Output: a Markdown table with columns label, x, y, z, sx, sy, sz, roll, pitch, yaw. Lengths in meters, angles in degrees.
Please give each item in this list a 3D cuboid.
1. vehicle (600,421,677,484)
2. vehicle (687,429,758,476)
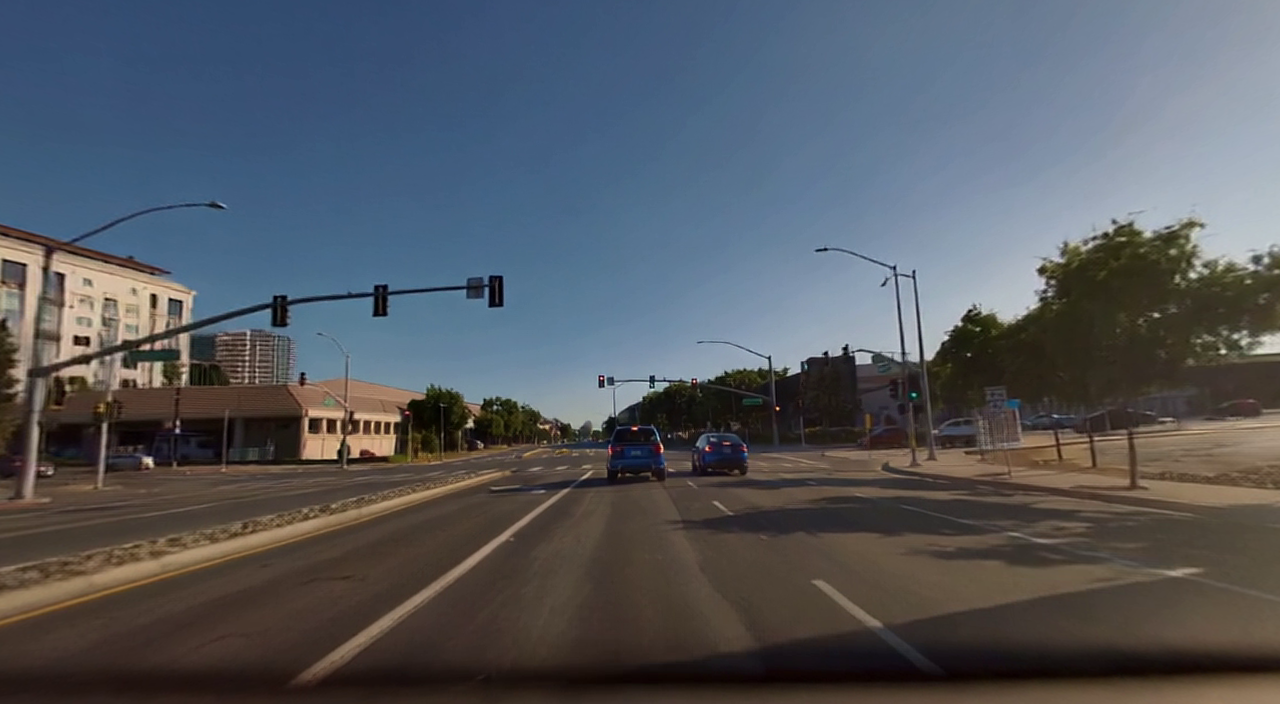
| label | x | y | z | sx | sy | sz | roll | pitch | yaw |
| --- | --- | --- | --- | --- | --- | --- | --- | --- | --- |
| vehicle | -0.144 | 3.506 | 22.280 | 2.413 | 1.939 | 4.716 | 0 | -8 | -2 |
| vehicle | 3.212 | 4.037 | 25.568 | 2.107 | 1.736 | 4.228 | 0 | -8 | -2 |
